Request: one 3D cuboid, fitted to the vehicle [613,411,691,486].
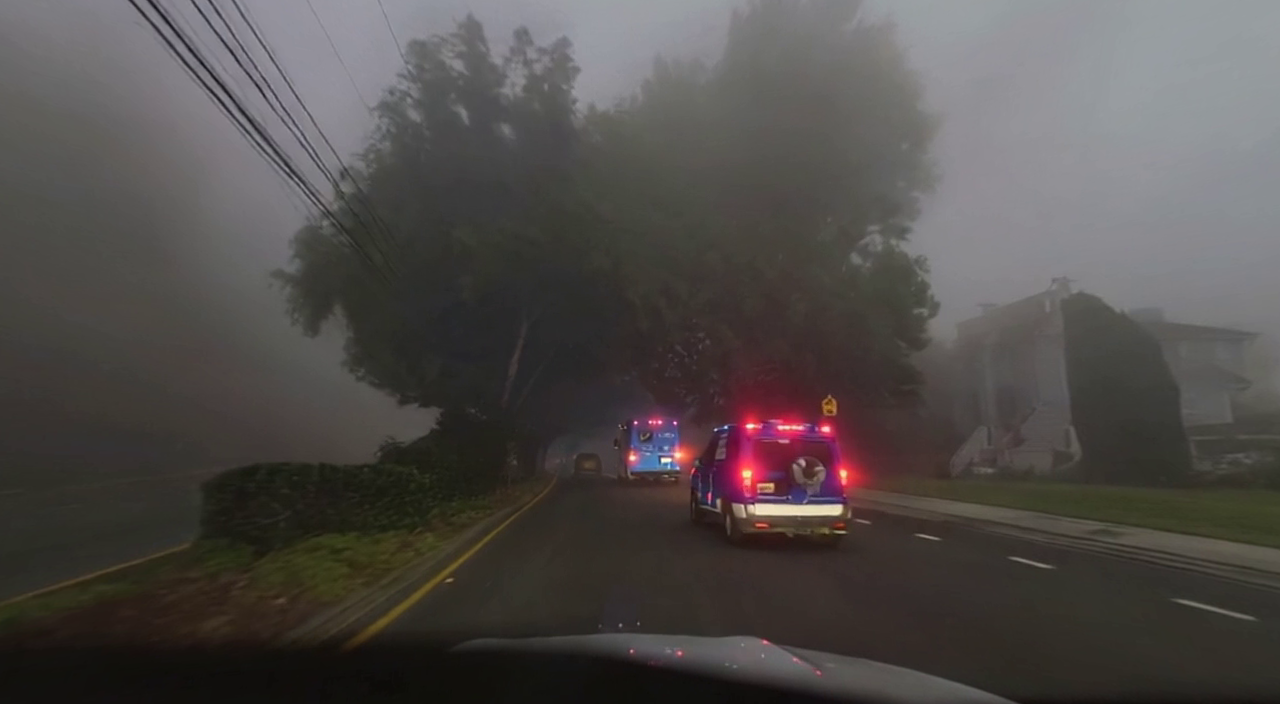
[{"bbox_3d":[0.309,3.886,25.690,2.406,2.687,5.521,1,-8,-7],"label":"vehicle"}]

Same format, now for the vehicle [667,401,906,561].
[{"bbox_3d":[1.922,1.914,10.218,2.194,1.922,4.822,1,-8,-7],"label":"vehicle"}]
